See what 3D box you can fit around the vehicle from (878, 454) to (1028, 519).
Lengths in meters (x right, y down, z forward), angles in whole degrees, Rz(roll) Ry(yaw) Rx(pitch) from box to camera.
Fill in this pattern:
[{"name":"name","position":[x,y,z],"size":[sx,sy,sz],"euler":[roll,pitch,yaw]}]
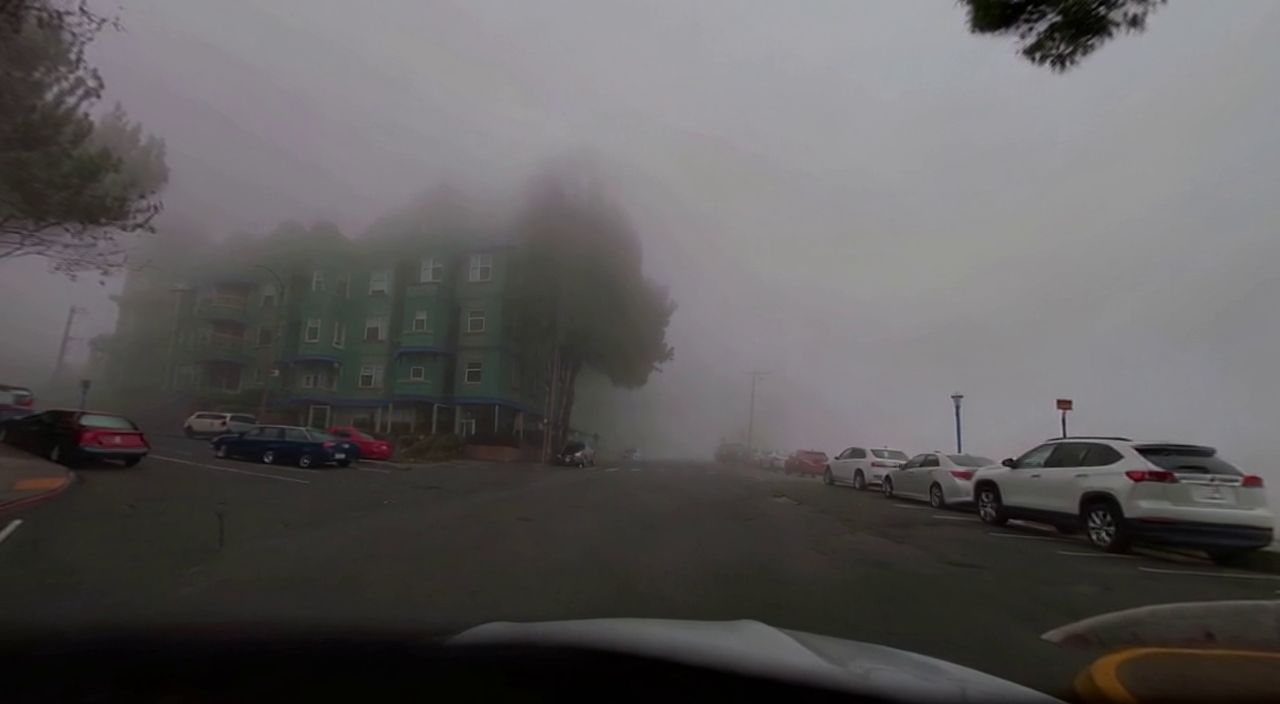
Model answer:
[{"name":"vehicle","position":[7.826,3.362,16.315],"size":[1.900,1.368,4.176],"euler":[-1,-8,3]}]

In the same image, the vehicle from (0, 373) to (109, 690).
[{"name":"vehicle","position":[-4.401,0.692,1.438],"size":[2.285,1.712,5.200],"euler":[1,-8,-7]}]

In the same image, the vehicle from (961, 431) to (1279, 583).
[{"name":"vehicle","position":[7.512,2.220,10.142],"size":[2.181,1.792,5.066],"euler":[0,-8,2]}]

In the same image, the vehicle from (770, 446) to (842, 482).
[{"name":"vehicle","position":[7.877,5.368,30.559],"size":[2.122,1.554,4.777],"euler":[0,-8,-1]}]

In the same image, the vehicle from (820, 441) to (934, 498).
[{"name":"vehicle","position":[7.936,3.957,21.761],"size":[1.917,1.704,4.840],"euler":[0,-8,-2]}]

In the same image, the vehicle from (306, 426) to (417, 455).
[{"name":"vehicle","position":[-13.575,4.362,31.029],"size":[4.603,1.335,1.889],"euler":[1,-8,-8]}]

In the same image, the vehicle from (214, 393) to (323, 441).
[{"name":"vehicle","position":[-18.698,3.289,31.818],"size":[4.598,1.645,2.019],"euler":[7,-5,20]}]
